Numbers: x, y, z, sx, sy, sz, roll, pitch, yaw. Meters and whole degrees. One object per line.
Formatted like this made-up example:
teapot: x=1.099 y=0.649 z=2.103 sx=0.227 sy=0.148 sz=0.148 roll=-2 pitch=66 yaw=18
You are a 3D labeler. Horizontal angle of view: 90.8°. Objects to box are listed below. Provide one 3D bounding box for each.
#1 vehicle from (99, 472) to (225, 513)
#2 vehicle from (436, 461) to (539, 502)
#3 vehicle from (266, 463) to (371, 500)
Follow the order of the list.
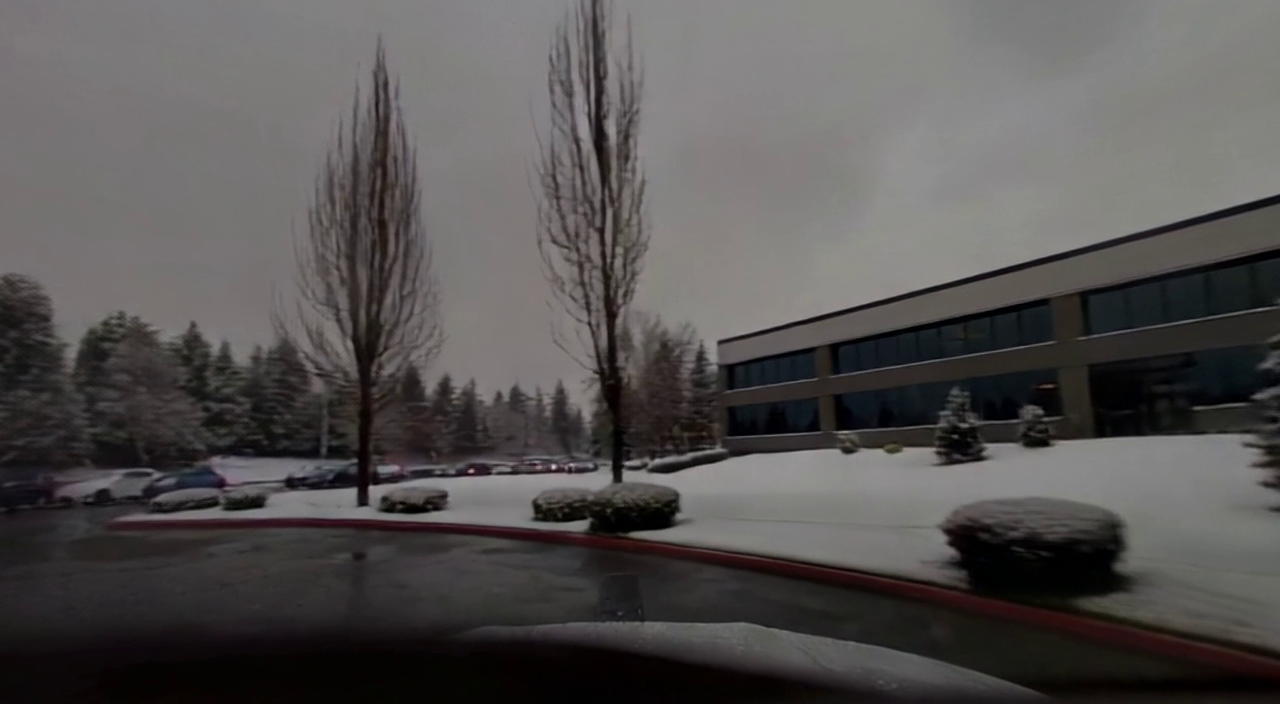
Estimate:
vehicle: x=-21.489 y=6.306 z=28.474 sx=4.622 sy=1.479 sz=1.849 roll=-6 pitch=-11 yaw=11
vehicle: x=-7.747 y=6.576 z=32.187 sx=4.755 sy=1.707 sz=1.889 roll=-6 pitch=-11 yaw=12
vehicle: x=-19.307 y=7.782 z=38.085 sx=5.285 sy=1.837 sz=2.318 roll=-5 pitch=-11 yaw=9
